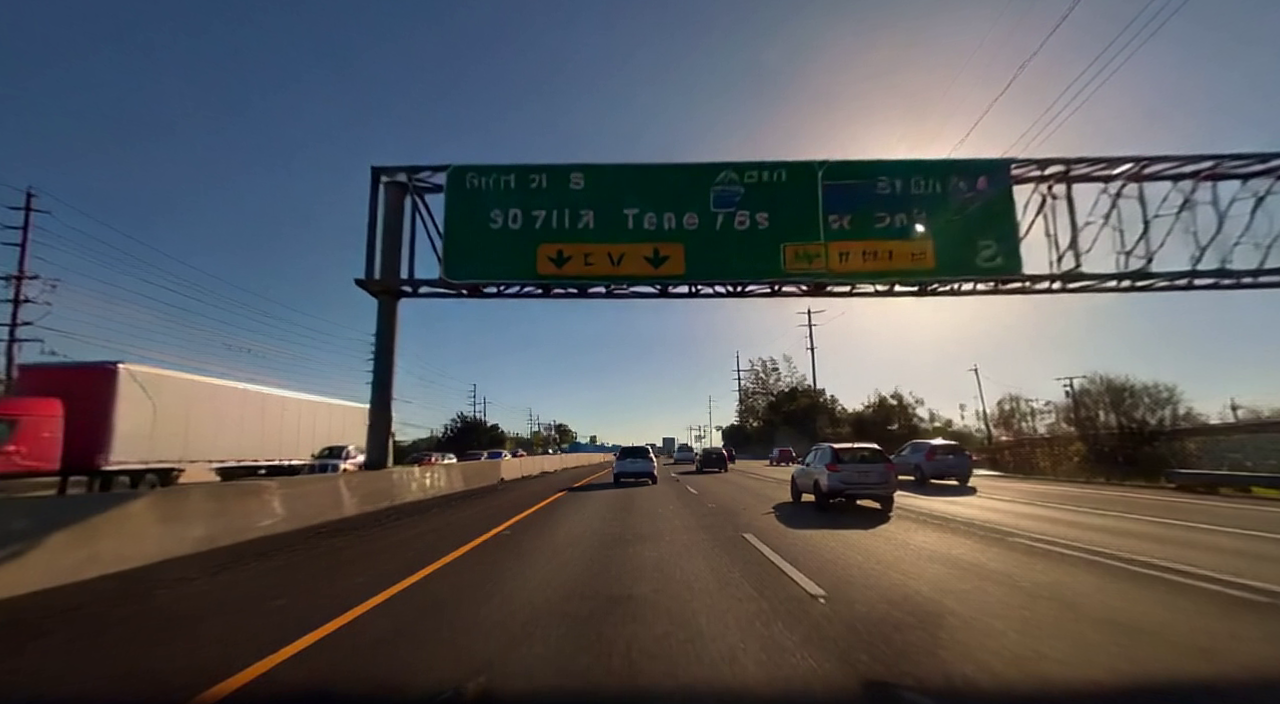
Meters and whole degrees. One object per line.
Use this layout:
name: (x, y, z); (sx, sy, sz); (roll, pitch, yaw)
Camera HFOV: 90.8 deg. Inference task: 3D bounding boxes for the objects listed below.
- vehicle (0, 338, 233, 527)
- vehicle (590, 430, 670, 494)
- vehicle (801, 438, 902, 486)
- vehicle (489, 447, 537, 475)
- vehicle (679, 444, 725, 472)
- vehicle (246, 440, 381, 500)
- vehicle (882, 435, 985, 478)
vehicle: (-15.009, 2.178, 16.505); (3.032, 3.968, 8.215); (0, -8, 1)
vehicle: (-0.300, 3.521, 20.568); (2.298, 1.809, 4.359); (0, -8, 0)
vehicle: (7.093, 3.711, 21.676); (1.958, 1.473, 4.201); (0, -8, -1)
vehicle: (-7.792, 6.692, 39.160); (2.011, 1.598, 4.342); (0, -8, 0)
vehicle: (3.361, 5.856, 35.196); (1.934, 1.461, 4.368); (0, -9, -2)
vehicle: (-11.478, 4.145, 22.745); (2.102, 1.874, 5.112); (0, -8, 0)
vehicle: (11.345, 4.051, 24.747); (1.944, 1.505, 4.138); (0, -8, -1)
